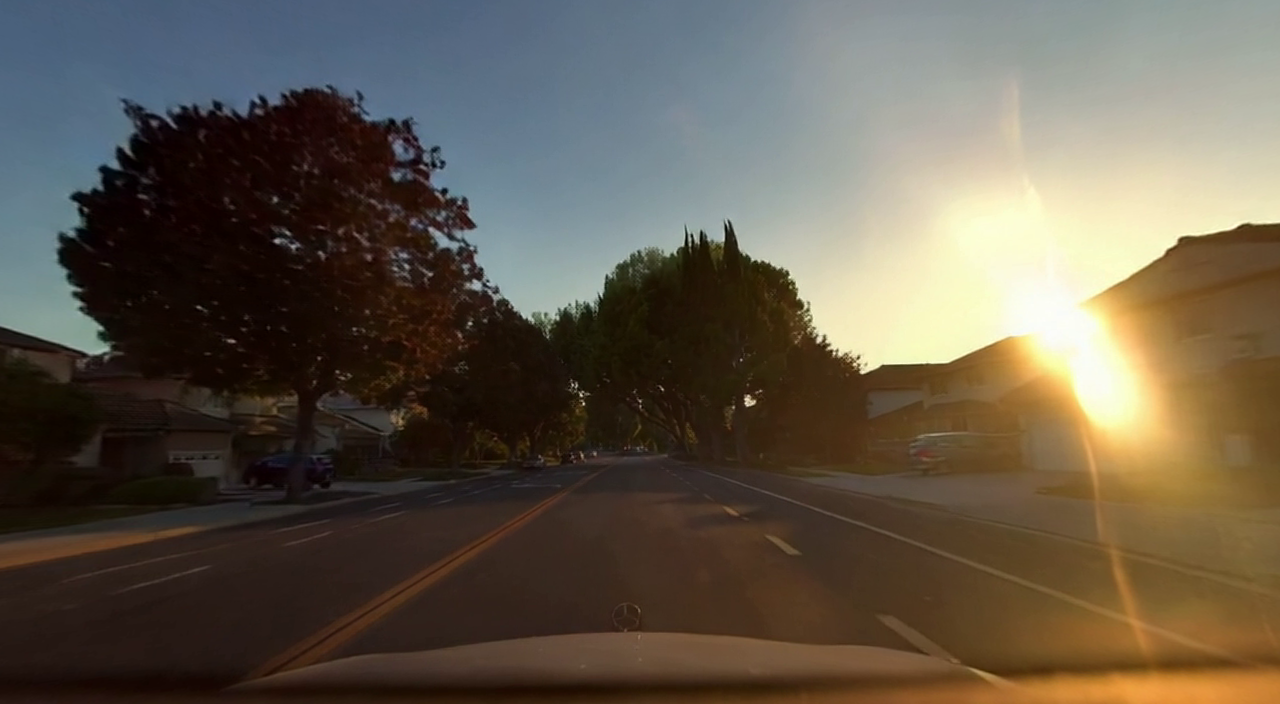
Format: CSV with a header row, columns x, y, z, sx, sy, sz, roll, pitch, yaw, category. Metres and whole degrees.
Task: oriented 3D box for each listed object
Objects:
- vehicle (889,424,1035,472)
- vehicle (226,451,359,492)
x,y,z,sx,sy,sz,roll,pitch,yaw,category
11.976,3.602,23.721,4.392,1.685,1.959,0,-9,-4,vehicle
-15.686,5.393,28.716,4.859,1.780,2.031,-1,-9,2,vehicle
